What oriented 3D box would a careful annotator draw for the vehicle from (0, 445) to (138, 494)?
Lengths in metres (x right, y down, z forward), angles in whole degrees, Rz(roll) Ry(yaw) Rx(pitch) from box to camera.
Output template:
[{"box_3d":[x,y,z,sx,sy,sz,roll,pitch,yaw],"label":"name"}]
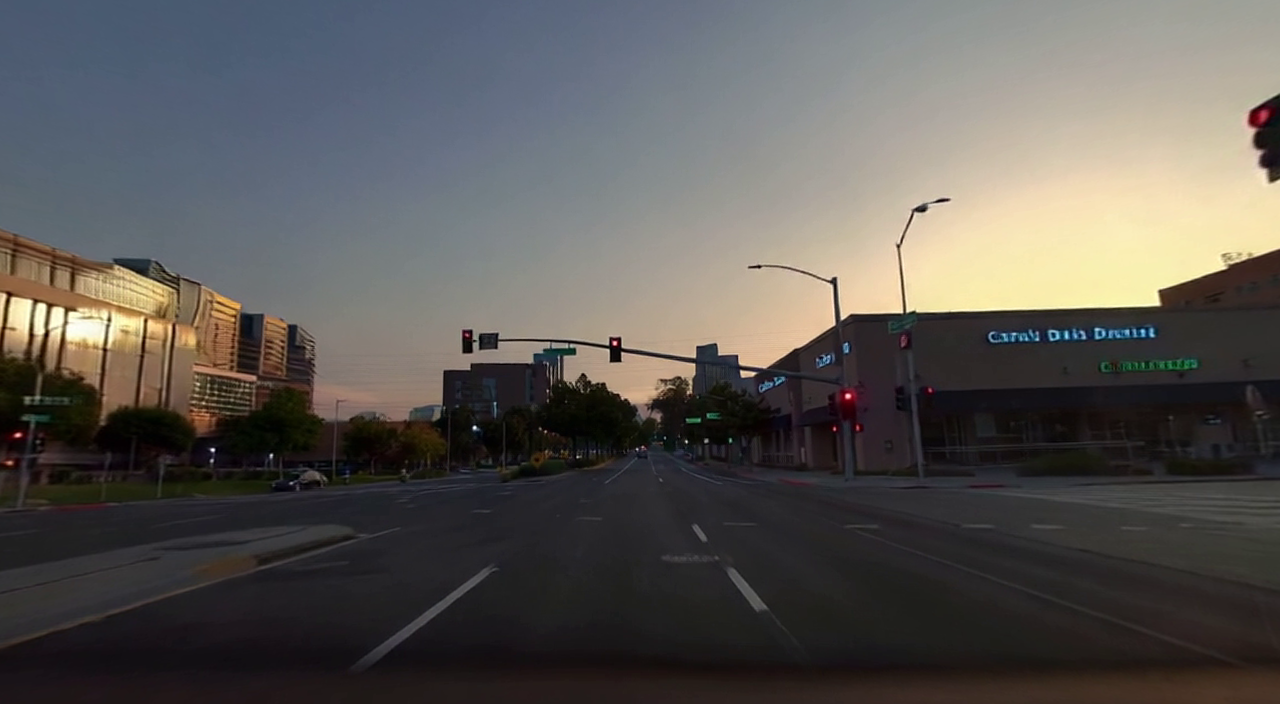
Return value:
[{"box_3d":[-40.944,8.383,45.378,7.220,3.287,2.764,0,-8,0],"label":"vehicle"}]
